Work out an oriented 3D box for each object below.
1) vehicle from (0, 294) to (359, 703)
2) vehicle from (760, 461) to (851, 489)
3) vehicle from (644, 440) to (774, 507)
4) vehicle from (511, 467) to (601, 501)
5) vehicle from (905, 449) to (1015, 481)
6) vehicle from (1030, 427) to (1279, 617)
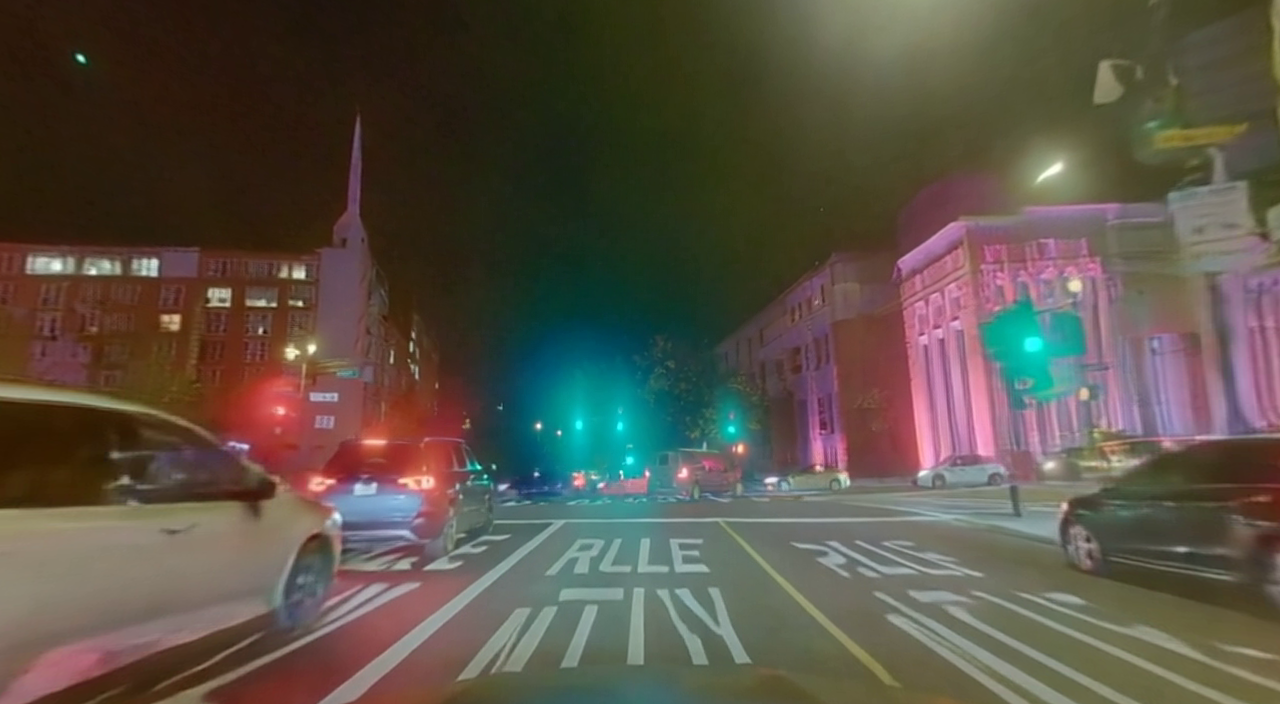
[{"bbox_3d":[-3.414,0.811,2.859,1.977,1.887,5.068,0,-9,-1],"label":"vehicle"},{"bbox_3d":[8.892,6.638,34.159,4.371,1.439,1.818,0,-9,-1],"label":"vehicle"},{"bbox_3d":[2.296,3.616,19.365,2.328,1.746,5.072,-4,-10,26],"label":"vehicle"},{"bbox_3d":[-4.808,7.585,36.411,4.748,1.674,1.969,4,-10,-27],"label":"vehicle"},{"bbox_3d":[16.966,5.985,33.626,4.749,1.624,1.926,0,-9,0],"label":"vehicle"},{"bbox_3d":[6.014,1.455,5.797,2.056,1.460,4.358,0,-9,0],"label":"vehicle"}]
